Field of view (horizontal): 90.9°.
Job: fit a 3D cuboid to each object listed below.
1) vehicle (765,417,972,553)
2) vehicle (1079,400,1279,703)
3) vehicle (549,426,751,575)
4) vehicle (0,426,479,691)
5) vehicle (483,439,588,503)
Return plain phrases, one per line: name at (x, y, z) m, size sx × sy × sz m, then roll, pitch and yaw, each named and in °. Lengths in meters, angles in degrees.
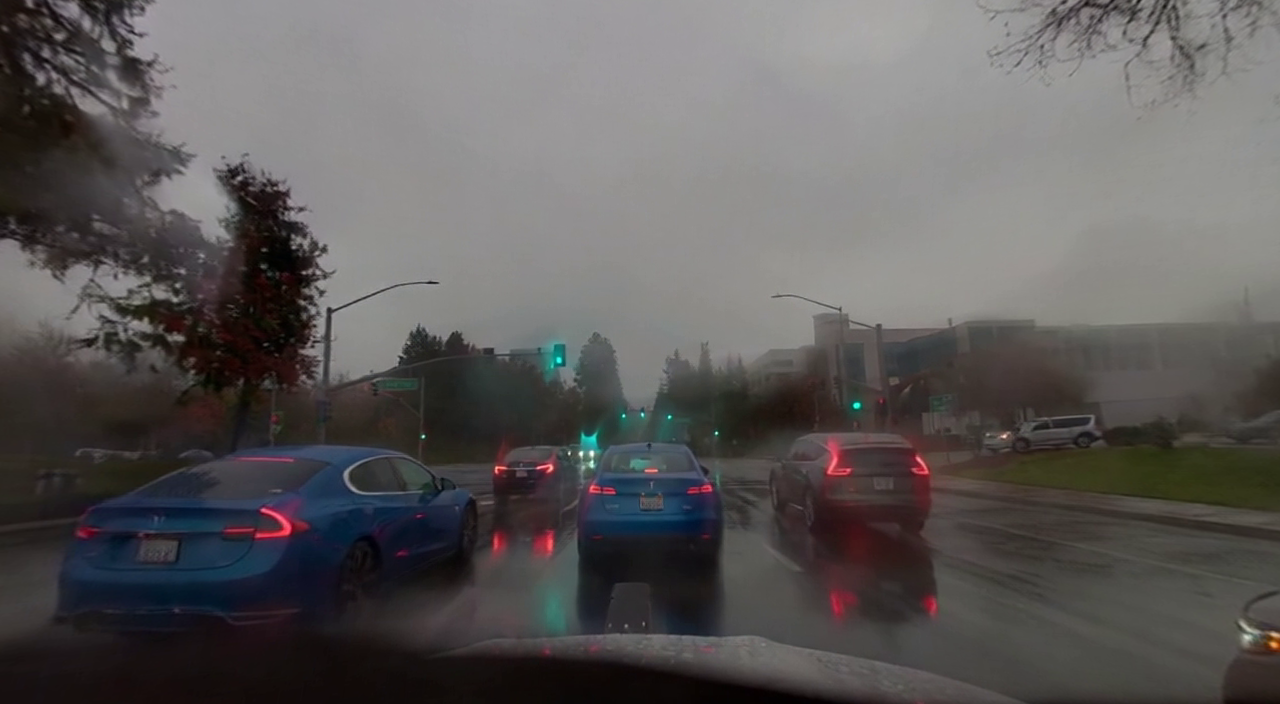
vehicle at (3.441, 2.075, 10.441) m, size 1.938 × 1.732 × 4.006 m, roll 2°, pitch -9°, yaw 0°
vehicle at (3.306, 0.739, 0.957) m, size 1.951 × 1.522 × 4.614 m, roll 0°, pitch -9°, yaw 0°
vehicle at (0.104, 1.899, 8.881) m, size 2.144 × 1.563 × 4.218 m, roll 0°, pitch -8°, yaw 0°
vehicle at (-3.101, 1.509, 5.852) m, size 2.015 × 1.478 × 4.407 m, roll 0°, pitch -8°, yaw 0°
vehicle at (-2.739, 3.224, 17.524) m, size 2.089 × 1.537 × 4.073 m, roll -1°, pitch -9°, yaw 2°
